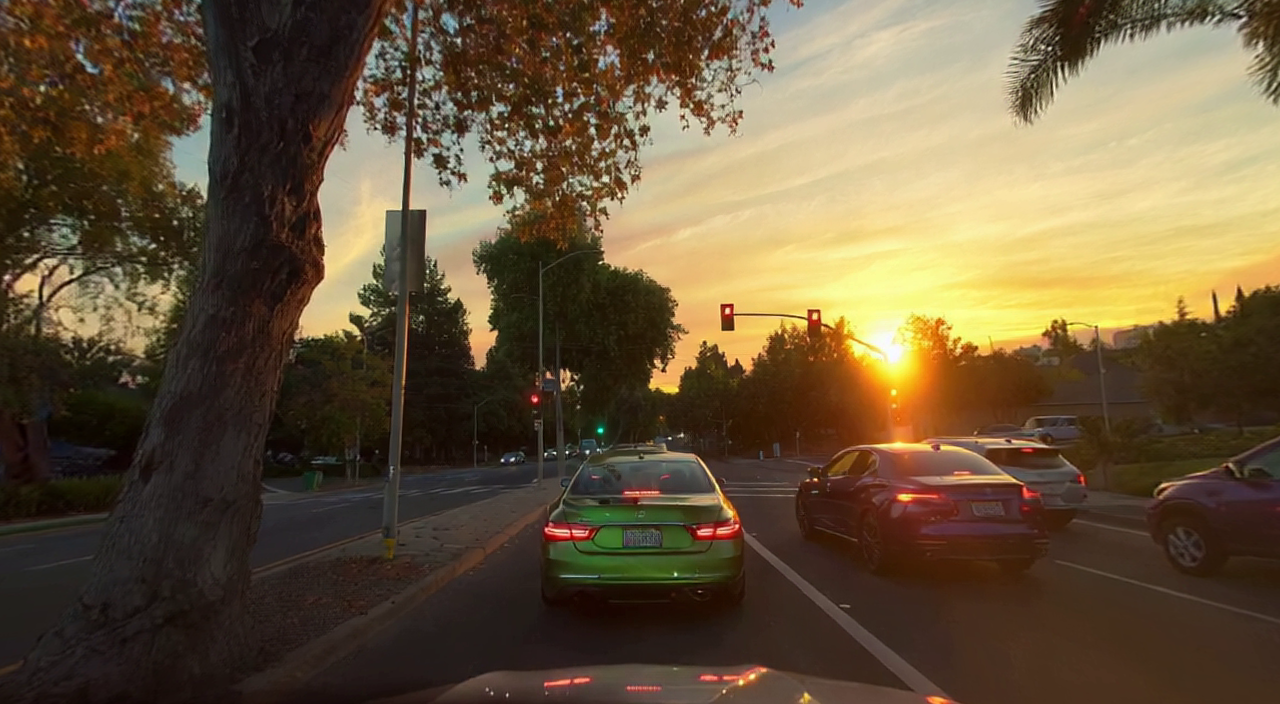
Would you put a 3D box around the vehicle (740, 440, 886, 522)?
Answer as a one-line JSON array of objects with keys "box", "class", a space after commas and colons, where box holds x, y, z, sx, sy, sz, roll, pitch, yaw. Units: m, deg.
[{"box": [3.533, 2.721, 13.825, 1.934, 1.494, 4.446, 0, -9, 0], "class": "vehicle"}]

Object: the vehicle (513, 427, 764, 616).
[{"box": [0.010, 1.679, 7.100, 2.015, 1.502, 3.898, 0, -9, 1], "class": "vehicle"}]

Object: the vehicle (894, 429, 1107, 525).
[{"box": [7.022, 2.468, 12.903, 1.923, 1.611, 4.094, 0, -9, 0], "class": "vehicle"}]

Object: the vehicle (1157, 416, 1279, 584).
[{"box": [6.939, 1.337, 5.570, 1.783, 1.572, 3.421, 0, -9, 1], "class": "vehicle"}]
